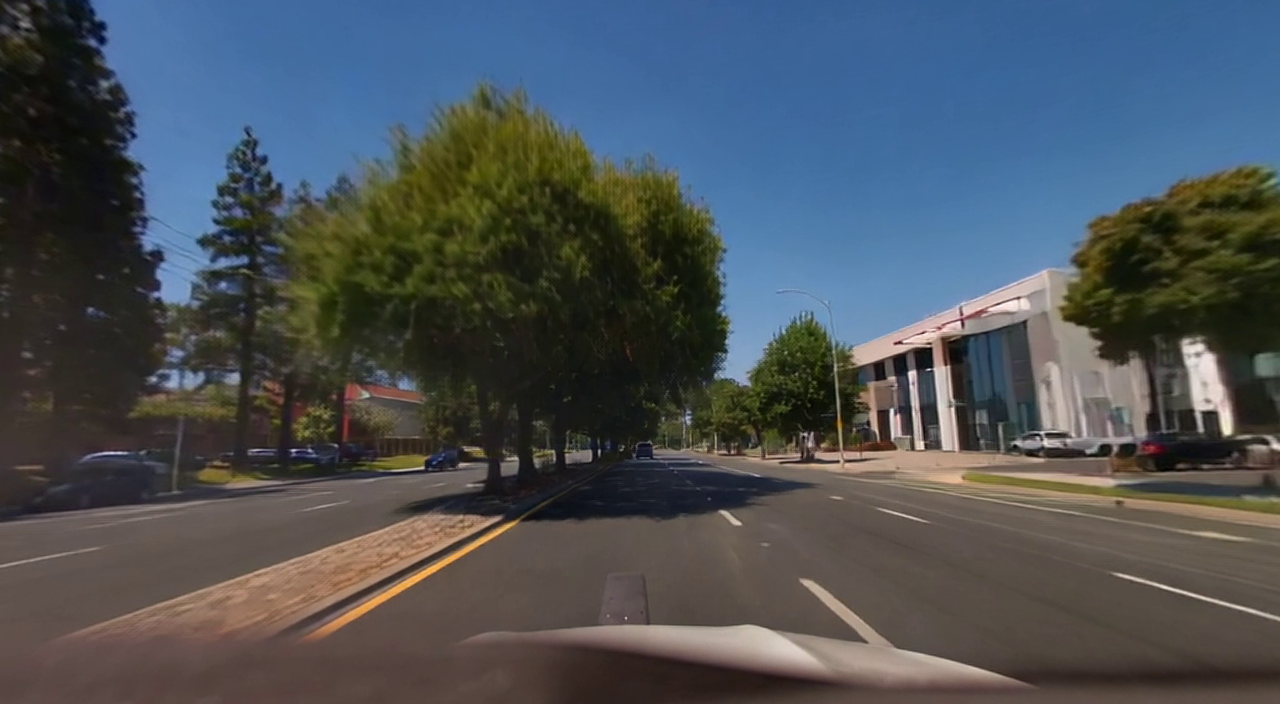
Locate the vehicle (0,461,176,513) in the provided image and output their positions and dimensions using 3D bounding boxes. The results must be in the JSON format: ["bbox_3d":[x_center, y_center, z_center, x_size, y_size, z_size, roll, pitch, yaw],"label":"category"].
[{"bbox_3d":[-19.039,4.632,22.056,1.815,1.453,4.870,0,-8,1],"label":"vehicle"}]

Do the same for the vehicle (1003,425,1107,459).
[{"bbox_3d":[22.970,5.048,35.174,2.217,1.737,4.962,0,-8,-3],"label":"vehicle"}]

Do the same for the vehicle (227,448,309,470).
[{"bbox_3d":[-26.924,7.744,45.724,4.591,1.566,2.133,0,-8,-1],"label":"vehicle"}]
